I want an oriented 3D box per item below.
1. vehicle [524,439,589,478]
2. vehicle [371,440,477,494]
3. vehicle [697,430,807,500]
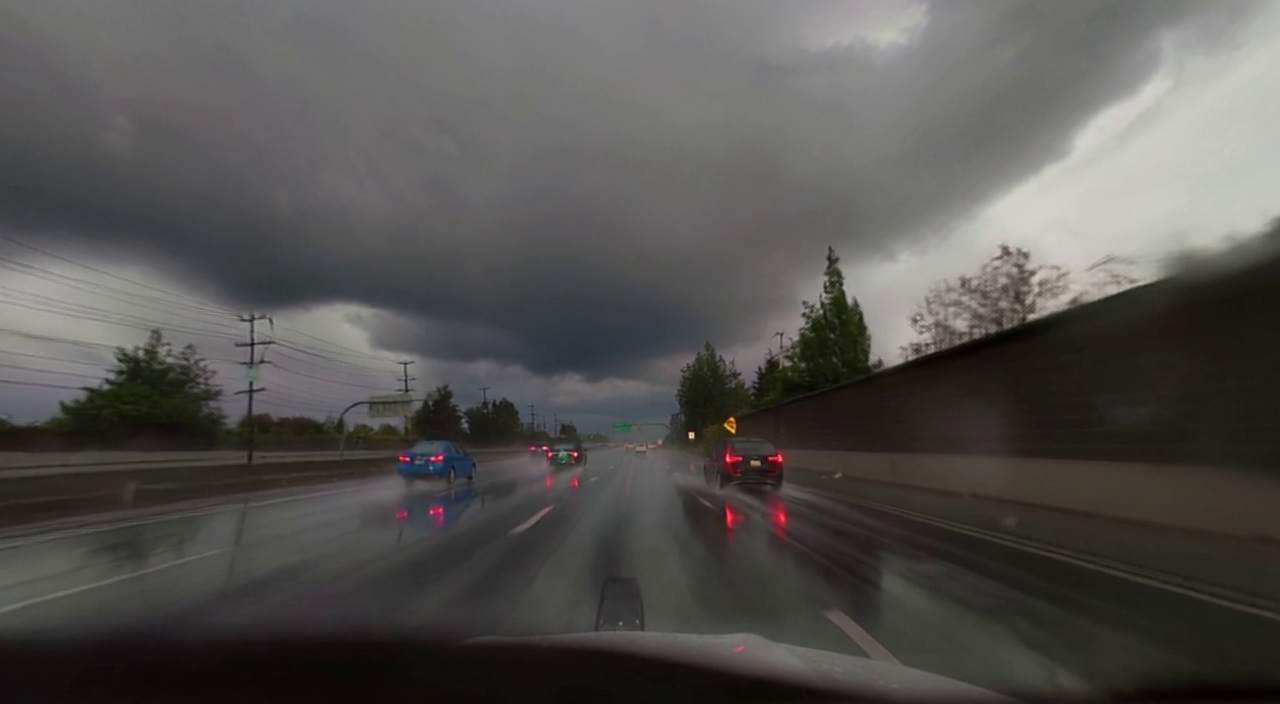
[{"bbox_3d":[-3.419,4.475,26.743,2.066,1.488,4.377,0,-8,1],"label":"vehicle"},{"bbox_3d":[-6.641,3.554,19.942,1.903,1.482,4.180,0,-8,0],"label":"vehicle"},{"bbox_3d":[2.881,3.021,17.348,2.100,1.659,4.387,0,-8,-1],"label":"vehicle"}]
